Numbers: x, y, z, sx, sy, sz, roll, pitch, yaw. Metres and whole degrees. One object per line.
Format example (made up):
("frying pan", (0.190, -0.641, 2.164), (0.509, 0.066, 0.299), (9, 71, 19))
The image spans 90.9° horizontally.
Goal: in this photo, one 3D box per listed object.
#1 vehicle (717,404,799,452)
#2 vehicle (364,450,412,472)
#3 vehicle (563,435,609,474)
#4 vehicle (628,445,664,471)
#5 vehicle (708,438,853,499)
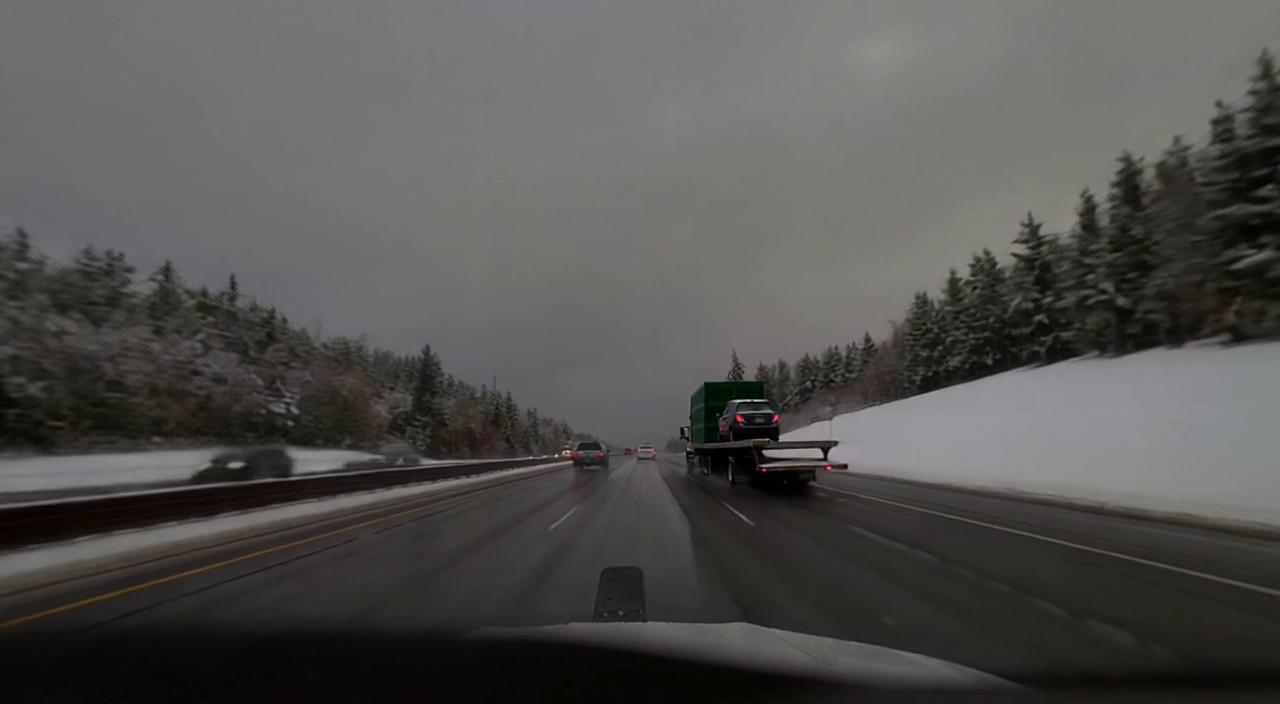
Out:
("vehicle", (4.085, 2.790, 22.525), (1.968, 1.547, 4.215), (0, -9, -2))
("vehicle", (-18.365, 7.932, 46.103), (1.962, 1.488, 3.587), (0, -9, 0))
("vehicle", (-2.986, 5.840, 35.933), (2.142, 2.044, 4.446), (0, -9, 2))
("vehicle", (0.373, 6.422, 38.229), (2.086, 1.497, 3.681), (0, -9, 1))
("vehicle", (4.210, 3.804, 21.316), (2.654, 1.574, 9.537), (0, -9, -1))
